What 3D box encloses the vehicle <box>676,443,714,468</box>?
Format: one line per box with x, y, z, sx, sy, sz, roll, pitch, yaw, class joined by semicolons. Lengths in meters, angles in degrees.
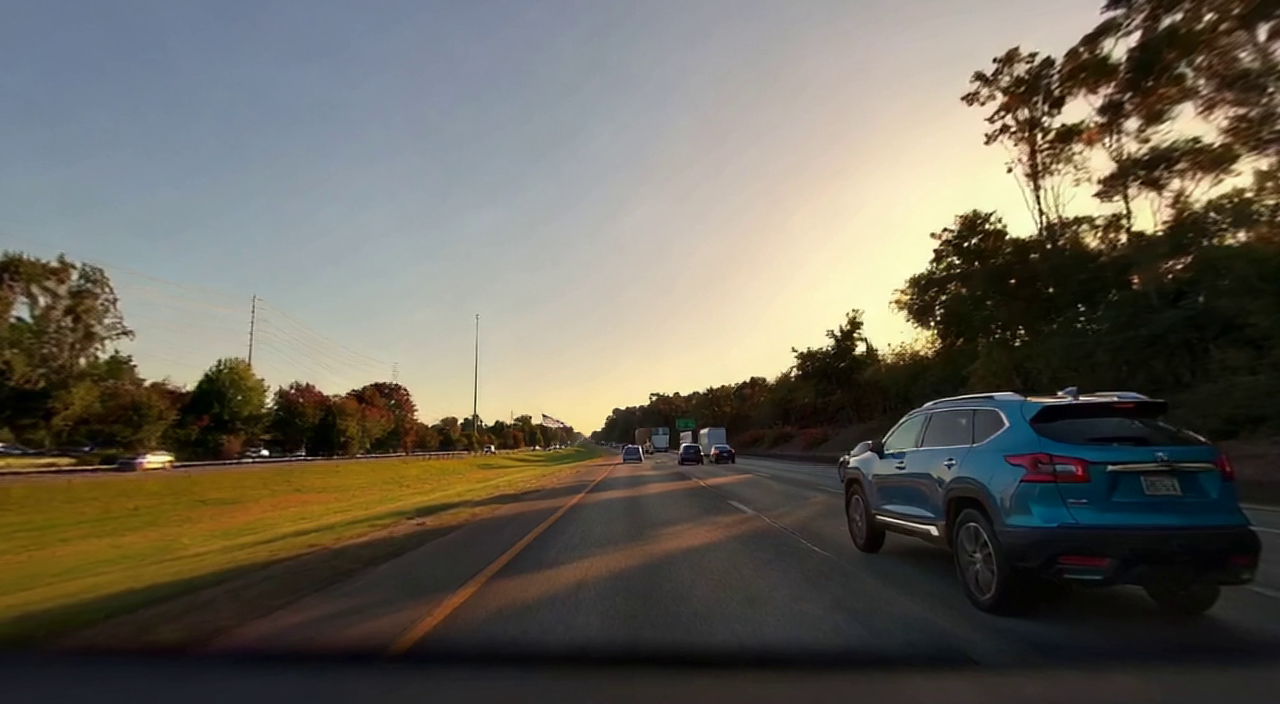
3.535;6.726;41.341;1.978;1.488;4.252;0;-8;-1;vehicle

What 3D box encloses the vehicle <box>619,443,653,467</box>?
-0.275;6.622;40.794;2.085;1.449;3.860;0;-8;0;vehicle

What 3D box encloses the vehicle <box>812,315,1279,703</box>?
3.849;1.231;6.357;2.461;2.013;6.075;0;-8;-1;vehicle
